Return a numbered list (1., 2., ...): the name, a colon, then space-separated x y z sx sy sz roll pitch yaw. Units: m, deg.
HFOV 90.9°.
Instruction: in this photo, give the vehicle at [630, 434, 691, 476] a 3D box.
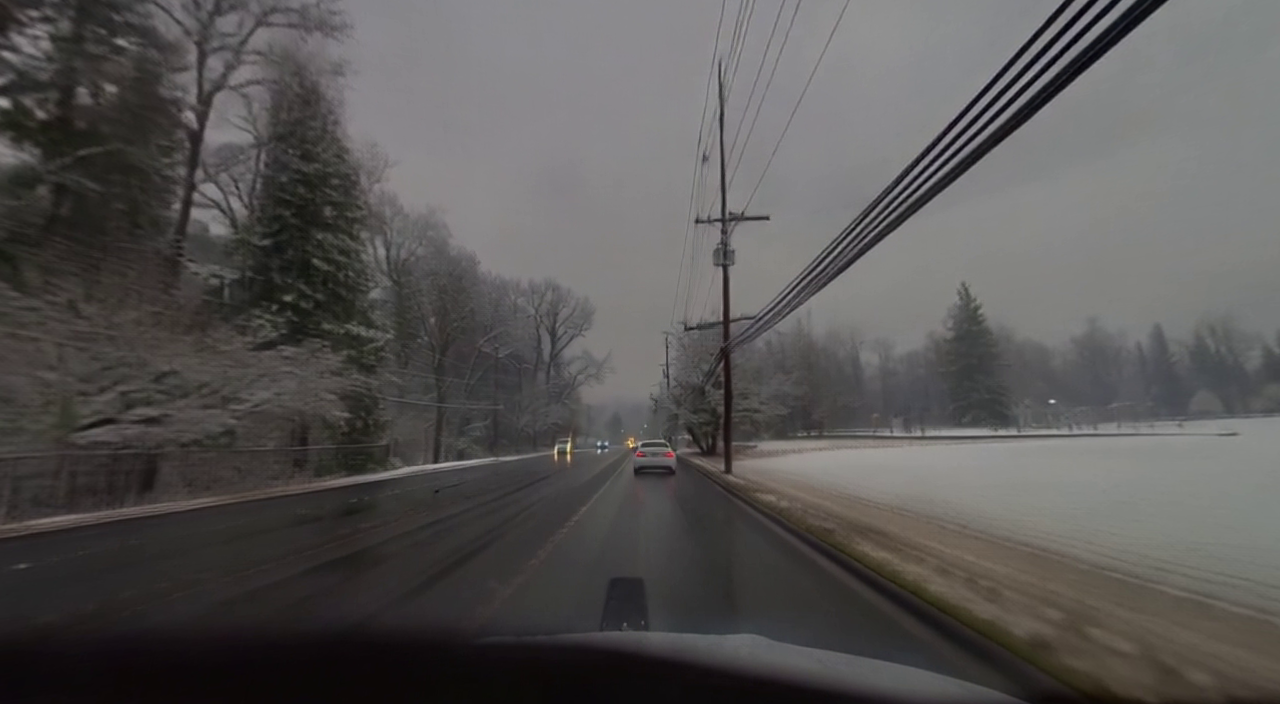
1. vehicle: 0.738 3.938 24.291 2.153 1.461 4.374 0 -8 1
